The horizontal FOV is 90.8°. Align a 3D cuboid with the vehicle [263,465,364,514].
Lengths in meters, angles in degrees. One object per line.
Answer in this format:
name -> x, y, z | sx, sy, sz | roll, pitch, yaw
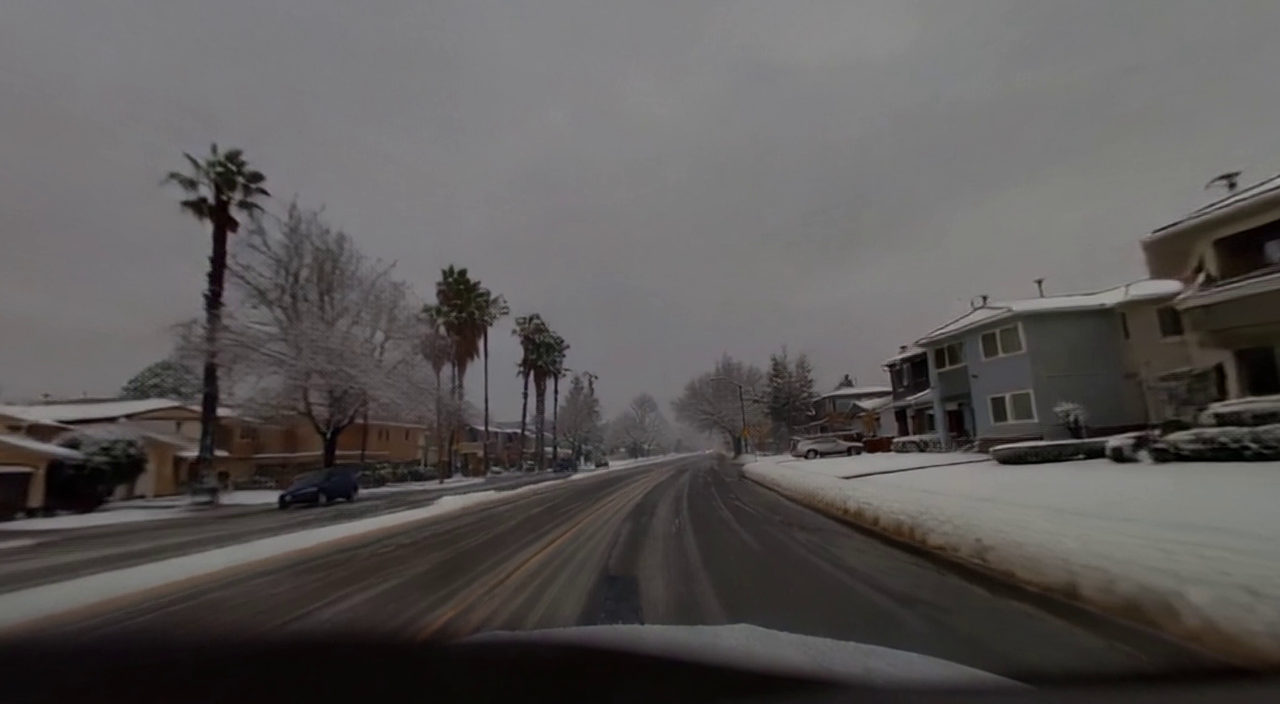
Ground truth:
vehicle -> -13.034, 5.462, 25.516 | 1.804, 1.498, 4.136 | -5, -8, 2
